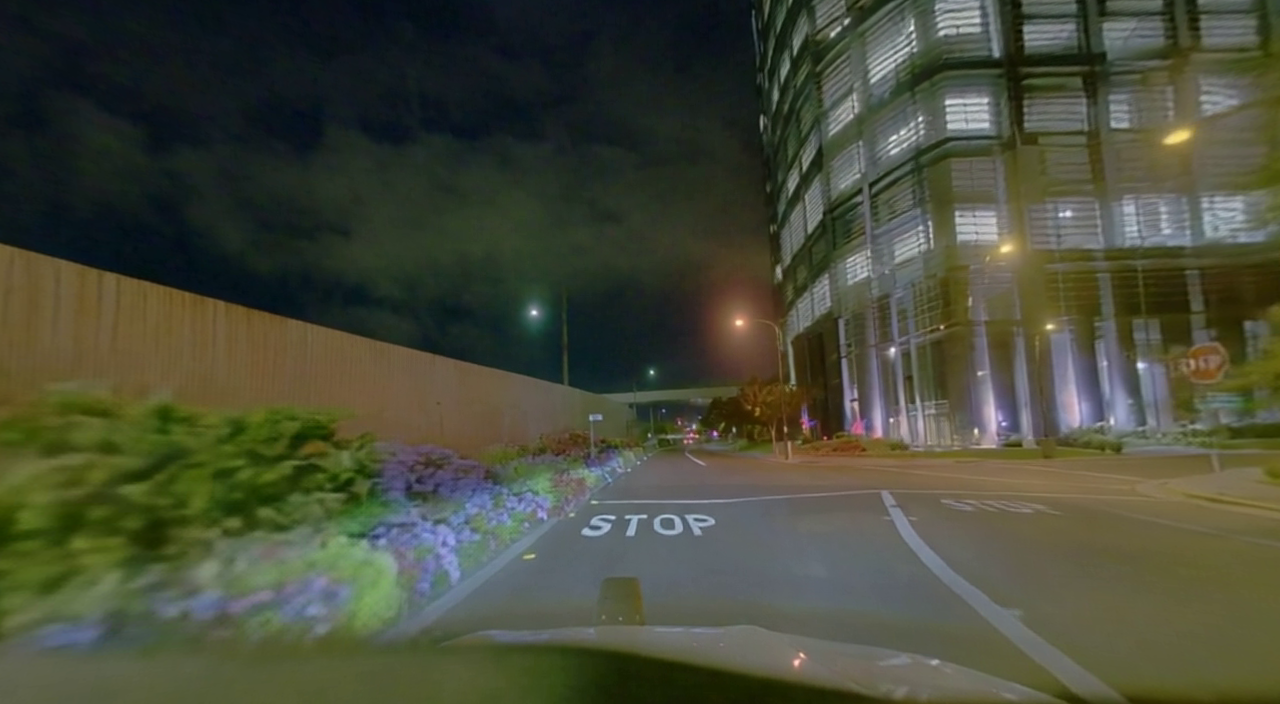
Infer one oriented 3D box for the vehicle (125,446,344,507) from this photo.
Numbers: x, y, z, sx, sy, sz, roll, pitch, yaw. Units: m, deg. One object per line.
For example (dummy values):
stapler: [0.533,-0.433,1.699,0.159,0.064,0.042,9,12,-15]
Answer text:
vehicle: [-10.880,3.311,17.350,4.694,1.447,2.137,5,-10,-30]
